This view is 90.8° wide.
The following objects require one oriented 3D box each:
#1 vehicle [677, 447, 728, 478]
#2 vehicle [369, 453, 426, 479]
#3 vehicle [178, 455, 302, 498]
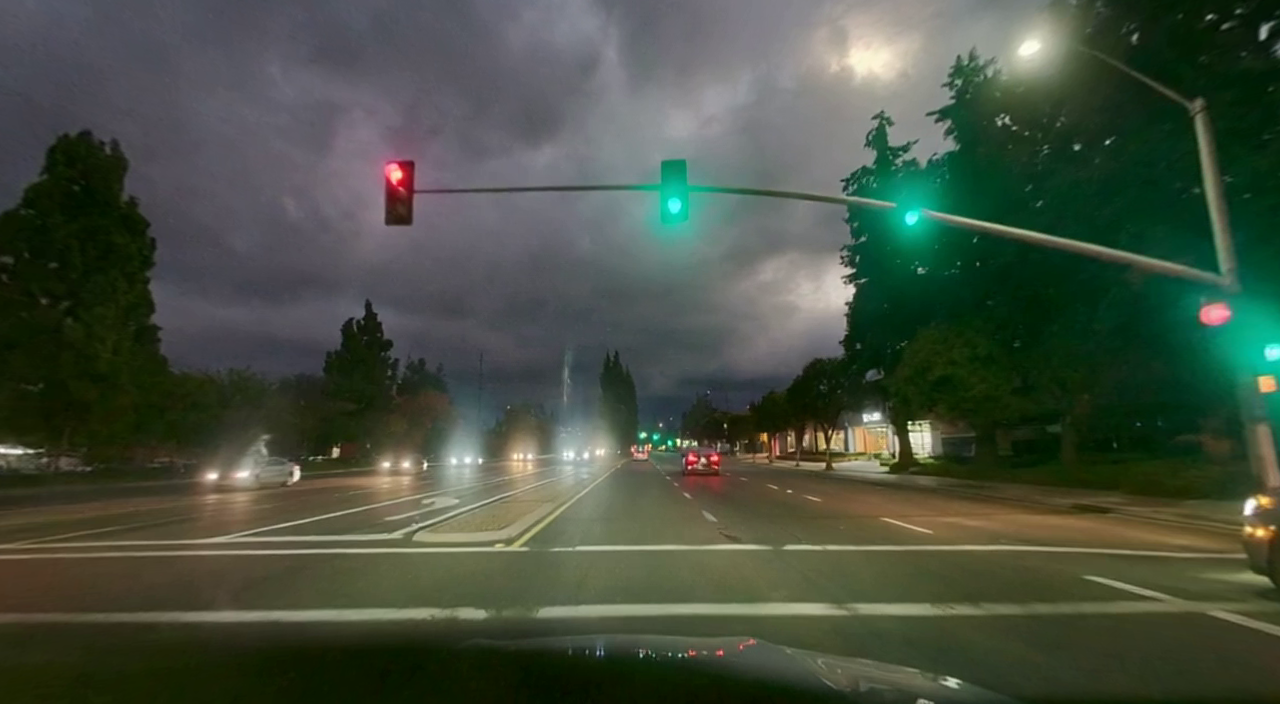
[{"bbox_3d":[3.152,5.670,32.799,1.983,1.482,4.463,0,-9,-2],"label":"vehicle"},{"bbox_3d":[-15.053,7.099,39.514,1.878,1.515,4.258,0,-9,0],"label":"vehicle"},{"bbox_3d":[-15.726,4.888,25.203,1.956,1.525,4.576,0,-9,0],"label":"vehicle"}]
